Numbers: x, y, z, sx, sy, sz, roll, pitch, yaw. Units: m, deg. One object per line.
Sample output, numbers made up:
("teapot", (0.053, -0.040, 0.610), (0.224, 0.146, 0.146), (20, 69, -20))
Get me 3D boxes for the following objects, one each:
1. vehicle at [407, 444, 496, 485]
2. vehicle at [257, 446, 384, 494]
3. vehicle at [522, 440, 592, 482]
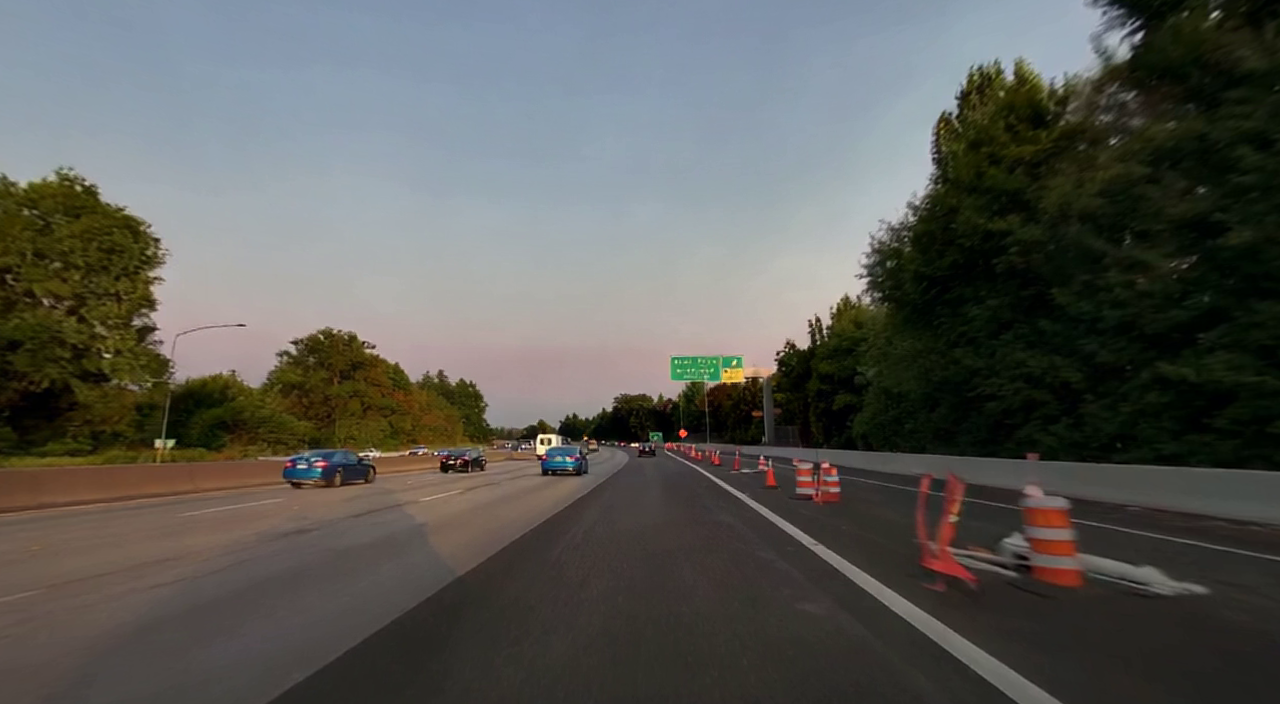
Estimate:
("vehicle", (-7.295, 4.370, 24.786), (1.951, 1.439, 4.633), (0, -8, 2))
("vehicle", (-10.917, 4.030, 21.896), (1.946, 1.472, 4.472), (0, -8, 2))
("vehicle", (-3.151, 4.248, 24.838), (1.963, 1.462, 4.681), (0, -8, 2))
